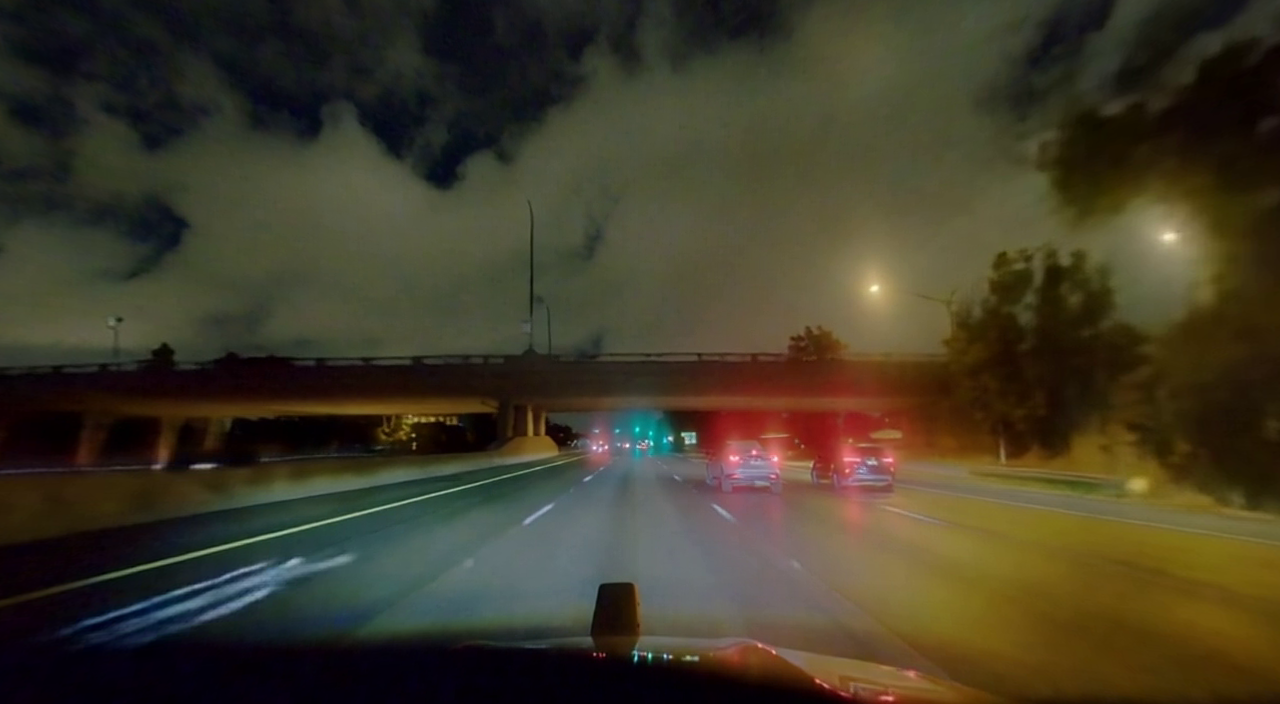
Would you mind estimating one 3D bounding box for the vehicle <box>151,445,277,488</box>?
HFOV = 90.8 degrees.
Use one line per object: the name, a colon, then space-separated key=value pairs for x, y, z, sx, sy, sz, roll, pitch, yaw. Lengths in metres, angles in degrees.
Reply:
vehicle: x=-17.513 y=4.709 z=26.322 sx=2.005 sy=1.616 sz=4.669 roll=0 pitch=-9 yaw=0
